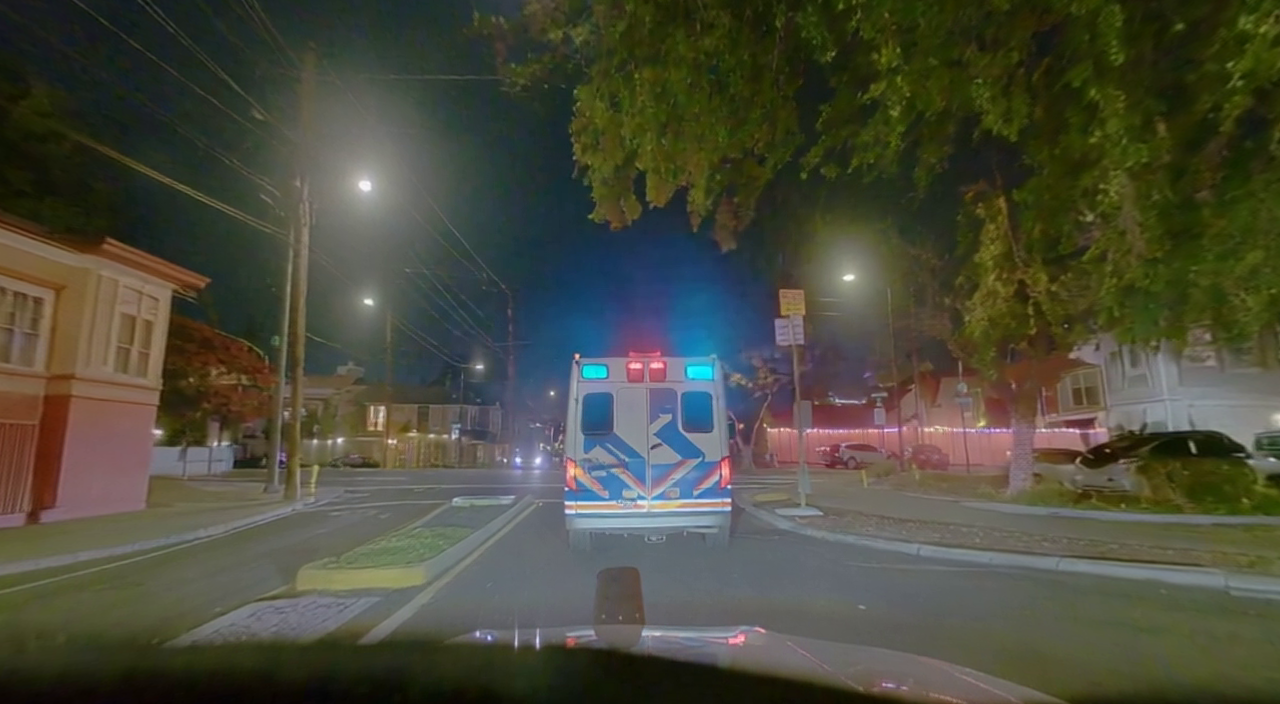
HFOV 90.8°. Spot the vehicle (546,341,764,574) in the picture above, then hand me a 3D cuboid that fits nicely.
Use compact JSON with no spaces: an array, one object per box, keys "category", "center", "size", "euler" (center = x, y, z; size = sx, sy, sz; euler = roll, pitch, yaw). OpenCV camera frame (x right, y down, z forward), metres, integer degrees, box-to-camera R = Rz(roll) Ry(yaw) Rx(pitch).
[{"category":"vehicle","center":[0.175,1.581,10.008],"size":[2.444,2.640,5.482],"euler":[0,-8,0]}]

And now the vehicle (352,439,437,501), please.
[{"category":"vehicle","center":[-8.340,3.865,21.281],"size":[2.290,1.776,4.947],"euler":[3,-9,-23]}]

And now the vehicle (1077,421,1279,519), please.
[{"category":"vehicle","center":[13.258,2.559,13.974],"size":[5.270,1.966,2.329],"euler":[-2,-8,11]}]
